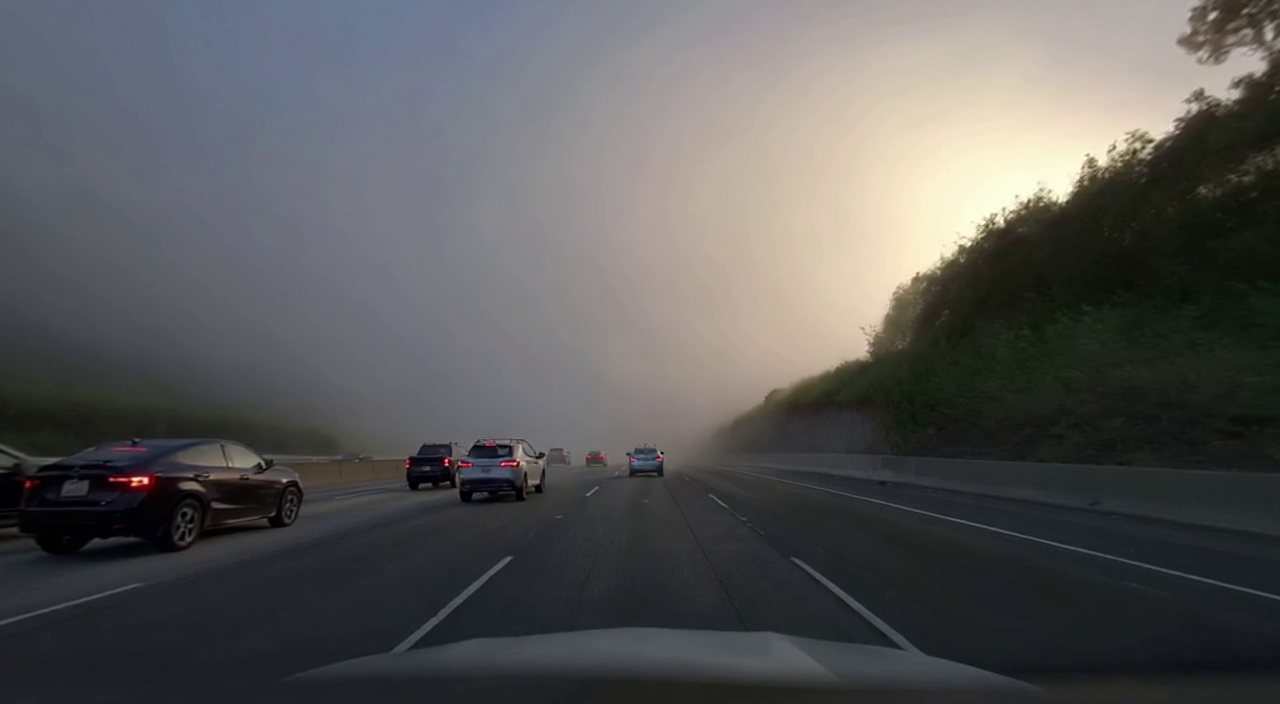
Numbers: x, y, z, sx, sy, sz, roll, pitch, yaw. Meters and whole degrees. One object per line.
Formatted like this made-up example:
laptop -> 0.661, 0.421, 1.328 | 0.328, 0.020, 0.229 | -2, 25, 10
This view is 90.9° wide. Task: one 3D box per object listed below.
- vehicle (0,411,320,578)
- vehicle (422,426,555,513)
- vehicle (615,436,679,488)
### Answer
vehicle -> -7.053, 1.899, 9.231 | 2.215, 1.797, 4.666 | 0, -9, 0
vehicle -> -3.485, 2.807, 15.543 | 2.093, 1.820, 4.506 | 0, -9, 1
vehicle -> 0.214, 4.188, 24.367 | 2.233, 1.804, 4.273 | 0, -9, -1
